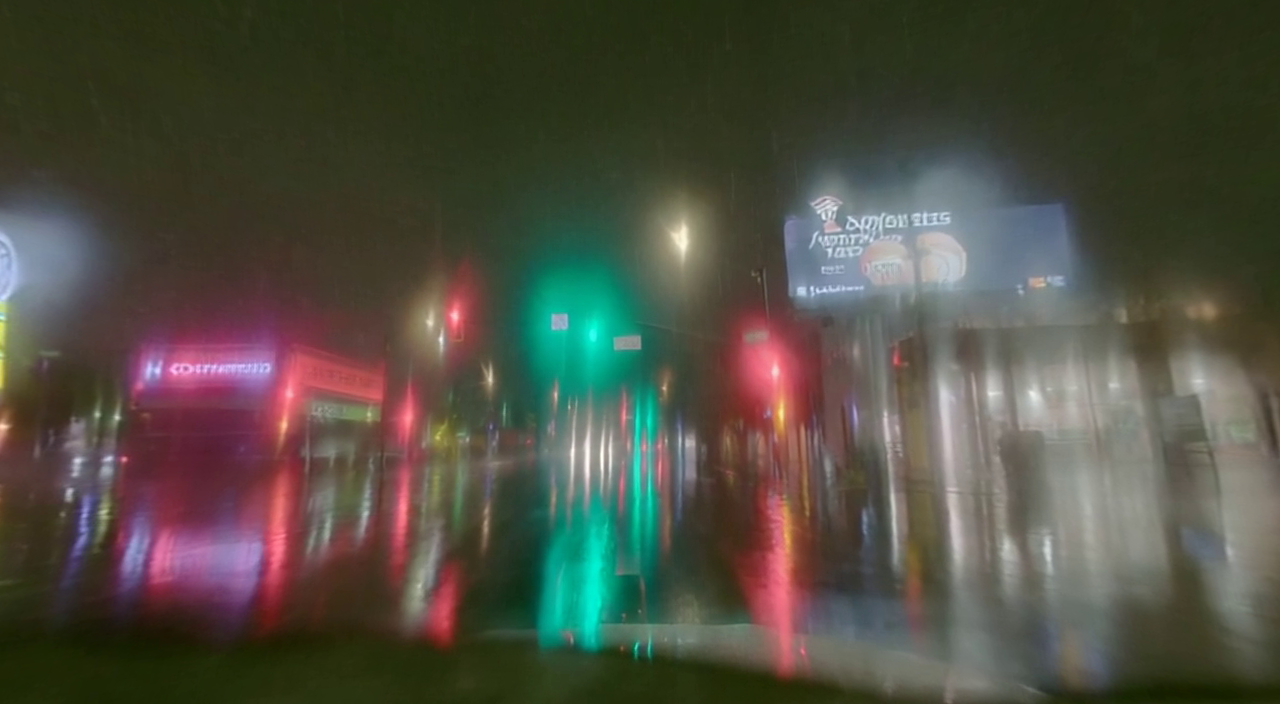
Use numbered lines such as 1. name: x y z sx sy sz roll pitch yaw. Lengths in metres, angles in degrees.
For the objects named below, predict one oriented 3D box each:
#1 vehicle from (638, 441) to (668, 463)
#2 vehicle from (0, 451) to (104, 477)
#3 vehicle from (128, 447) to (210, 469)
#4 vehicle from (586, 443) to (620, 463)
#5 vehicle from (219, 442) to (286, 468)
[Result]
1. vehicle: 0.998 7.569 47.950 2.168 1.545 4.047 0 -9 1
2. vehicle: -36.323 6.849 38.938 1.826 1.432 4.530 -5 -10 29
3. vehicle: -35.204 7.916 47.360 1.802 1.549 4.439 -4 -10 26
4. vehicle: -2.719 7.496 47.137 1.962 1.420 4.021 0 -9 4
5. vehicle: -28.231 7.467 46.113 1.643 1.755 3.666 -5 -9 34
